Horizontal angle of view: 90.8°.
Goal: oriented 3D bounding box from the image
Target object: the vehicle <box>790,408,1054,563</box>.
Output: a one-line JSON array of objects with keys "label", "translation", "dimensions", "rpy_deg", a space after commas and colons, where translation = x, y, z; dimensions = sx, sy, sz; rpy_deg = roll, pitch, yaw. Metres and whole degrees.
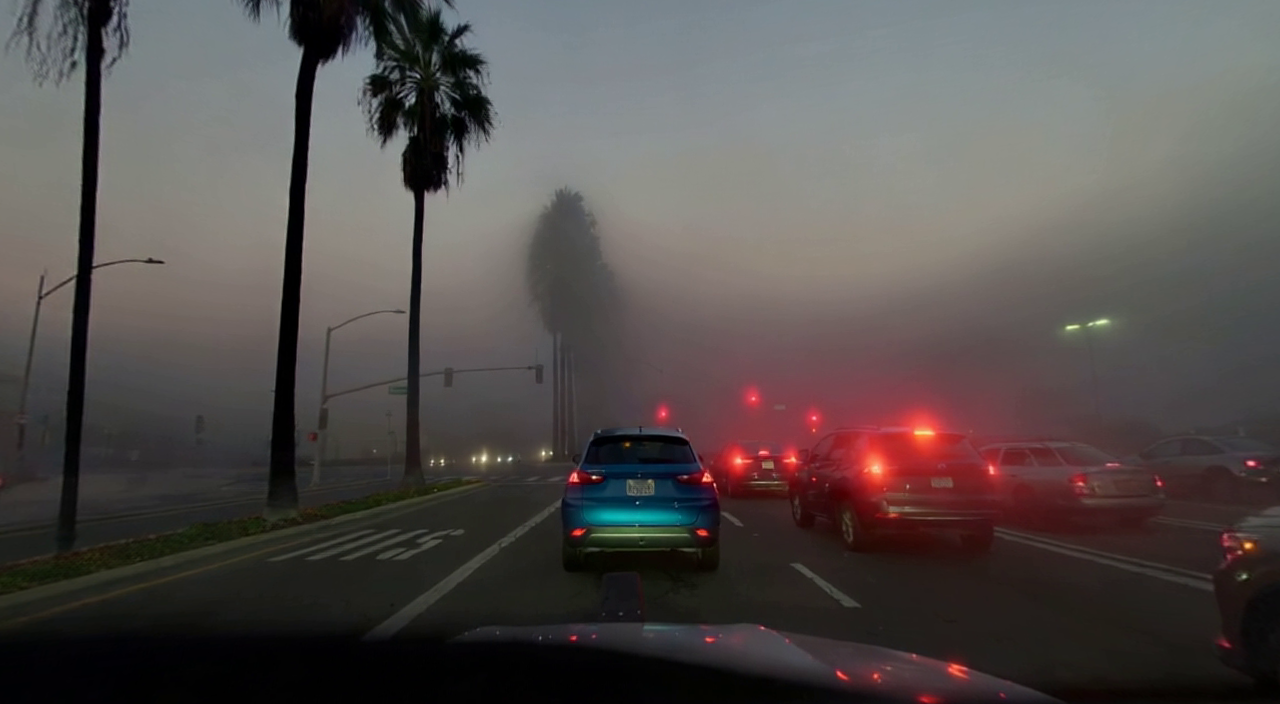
[{"label": "vehicle", "translation": [3.664, 1.821, 9.246], "dimensions": [1.947, 1.725, 4.159], "rpy_deg": [0, -9, 1]}]

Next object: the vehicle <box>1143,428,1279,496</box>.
[{"label": "vehicle", "translation": [18.051, 3.201, 18.493], "dimensions": [4.786, 1.848, 2.107], "rpy_deg": [0, -9, -1]}]

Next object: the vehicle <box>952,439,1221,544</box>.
[{"label": "vehicle", "translation": [7.367, 2.294, 11.051], "dimensions": [1.832, 1.477, 3.981], "rpy_deg": [0, -9, 2]}]

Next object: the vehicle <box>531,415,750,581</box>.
[{"label": "vehicle", "translation": [0.001, 1.708, 8.124], "dimensions": [2.083, 1.572, 4.021], "rpy_deg": [0, -9, 0]}]
